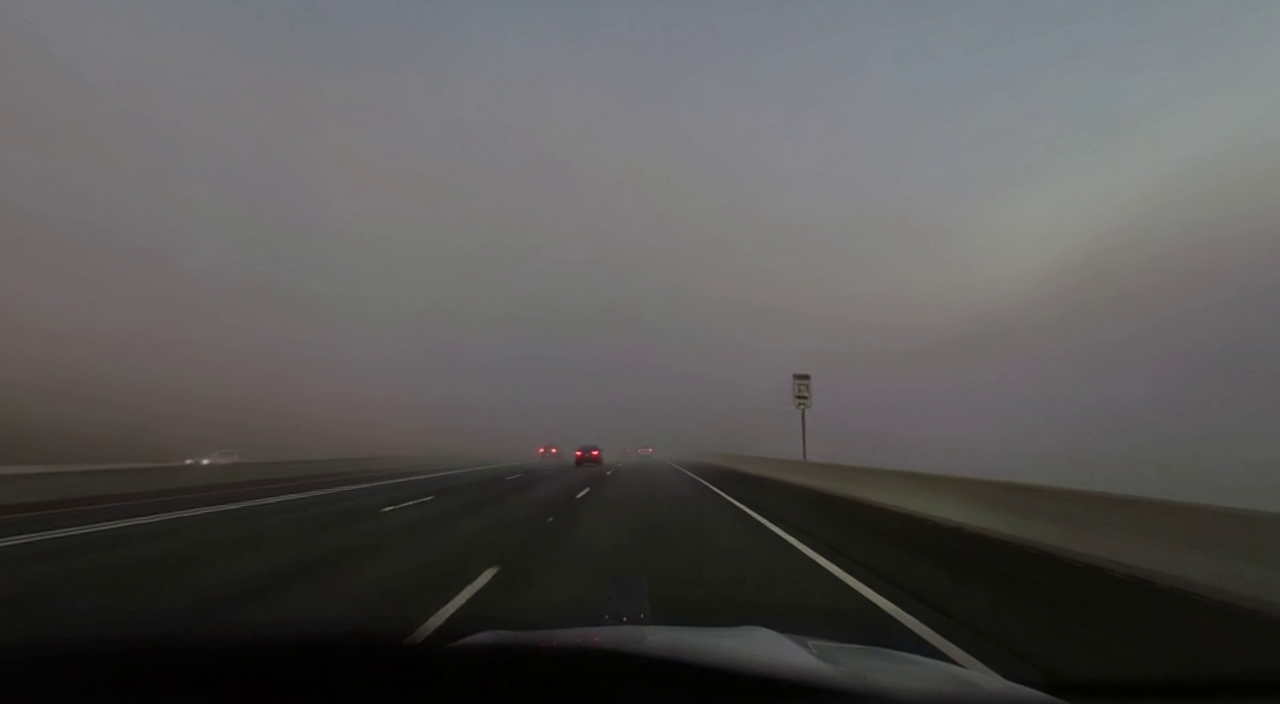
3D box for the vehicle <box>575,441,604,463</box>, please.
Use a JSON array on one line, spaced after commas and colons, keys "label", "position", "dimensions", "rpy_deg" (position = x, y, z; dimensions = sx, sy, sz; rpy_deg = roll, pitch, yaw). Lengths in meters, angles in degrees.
[{"label": "vehicle", "position": [-3.613, 7.272, 45.818], "dimensions": [1.786, 1.488, 4.023], "rpy_deg": [0, -8, 0]}]
